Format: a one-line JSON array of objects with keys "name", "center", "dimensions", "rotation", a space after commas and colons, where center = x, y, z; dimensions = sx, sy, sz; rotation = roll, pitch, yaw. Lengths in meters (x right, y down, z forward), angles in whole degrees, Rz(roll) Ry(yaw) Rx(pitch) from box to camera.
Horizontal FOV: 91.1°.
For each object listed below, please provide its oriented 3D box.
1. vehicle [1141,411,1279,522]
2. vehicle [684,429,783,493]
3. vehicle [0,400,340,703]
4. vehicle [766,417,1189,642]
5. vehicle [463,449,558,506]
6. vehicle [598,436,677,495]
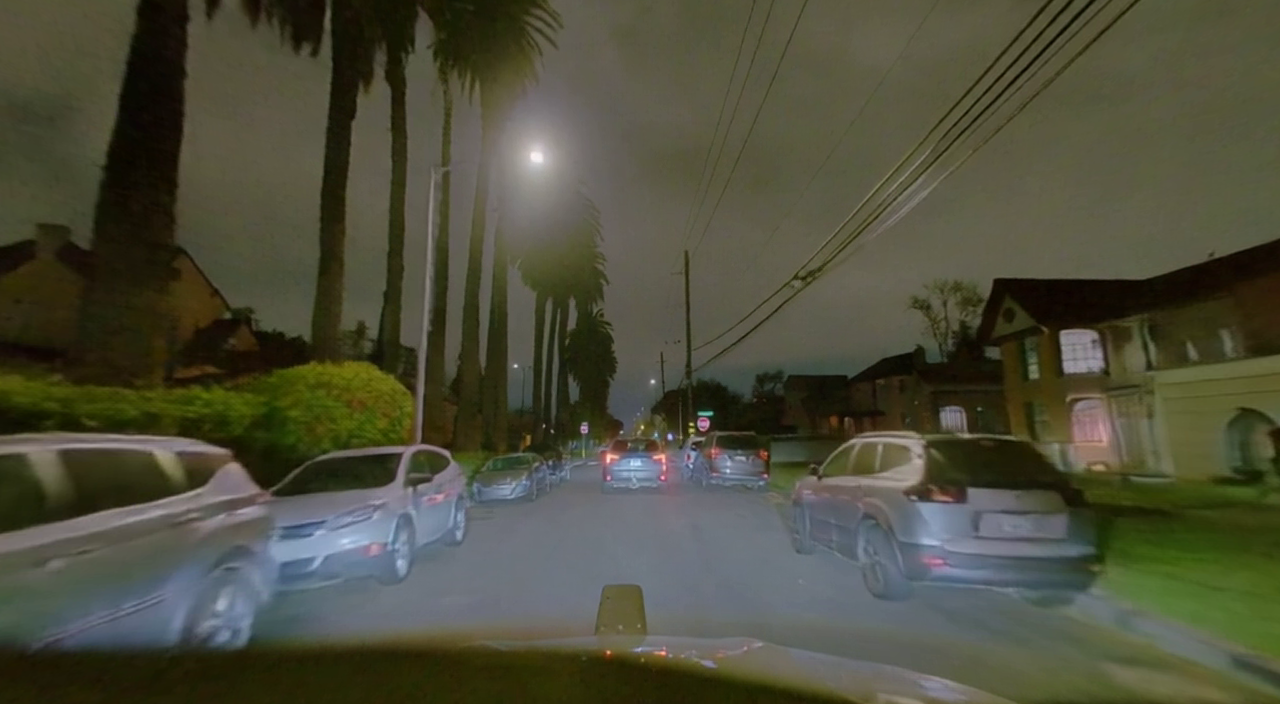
[{"name": "vehicle", "center": [9.811, 1.562, 8.559], "dimensions": [1.929, 1.517, 4.494], "rotation": [1, -9, -7]}, {"name": "vehicle", "center": [2.590, 3.176, 18.649], "dimensions": [2.136, 1.650, 4.837], "rotation": [0, -8, -1]}, {"name": "vehicle", "center": [-3.152, 0.968, 2.370], "dimensions": [1.877, 1.521, 4.348], "rotation": [0, -8, 0]}, {"name": "vehicle", "center": [2.827, 1.562, 6.613], "dimensions": [1.967, 1.563, 4.237], "rotation": [0, -8, -2]}, {"name": "vehicle", "center": [-3.299, 3.250, 16.715], "dimensions": [1.728, 1.305, 3.805], "rotation": [0, -8, 0]}, {"name": "vehicle", "center": [-0.092, 3.227, 18.275], "dimensions": [2.010, 1.499, 4.107], "rotation": [0, -8, -1]}]
